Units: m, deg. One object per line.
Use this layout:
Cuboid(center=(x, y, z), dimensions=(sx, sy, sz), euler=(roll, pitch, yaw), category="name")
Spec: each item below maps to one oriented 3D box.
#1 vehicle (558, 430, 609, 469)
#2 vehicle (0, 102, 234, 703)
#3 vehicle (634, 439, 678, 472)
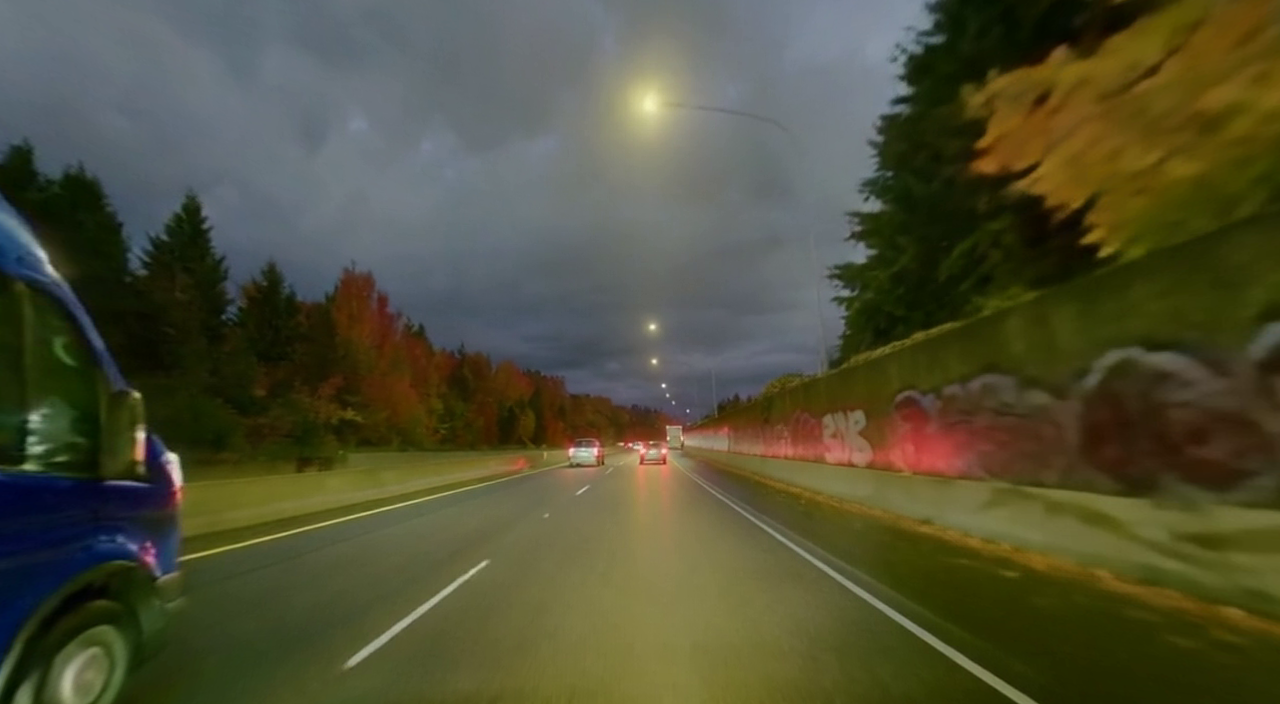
Cuboid(center=(-3.090, 5.446, 35.355), dimensions=(2.199, 1.973, 5.078), euler=(0, -8, 2), category="vehicle")
Cuboid(center=(-3.881, 0.038, 0.869), dimensions=(2.297, 2.687, 6.317), euler=(0, -8, 1), category="vehicle")
Cuboid(center=(0.781, 5.102, 31.240), dimensions=(2.071, 1.487, 3.948), euler=(0, -8, 1), category="vehicle")
